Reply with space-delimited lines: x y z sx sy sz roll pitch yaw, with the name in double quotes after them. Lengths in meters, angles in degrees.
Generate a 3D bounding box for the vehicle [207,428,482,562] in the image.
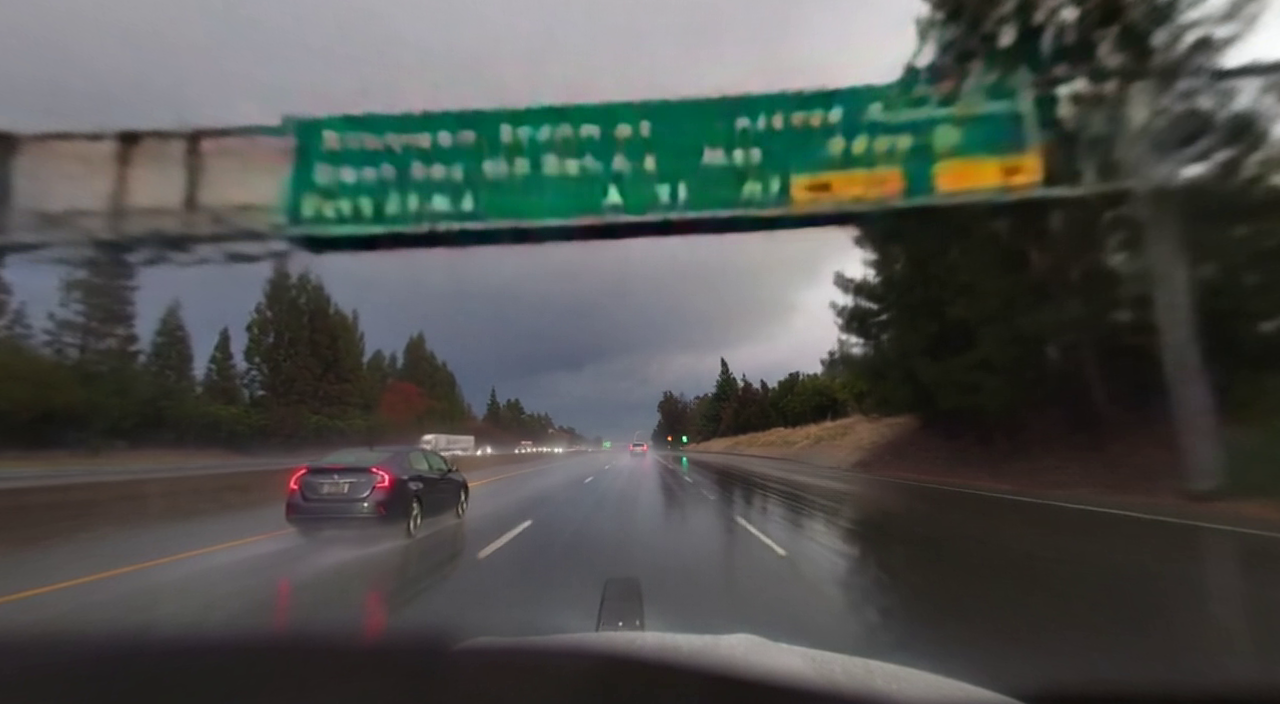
-4.007 2.002 9.590 2.050 1.547 4.266 0 -9 1 "vehicle"
